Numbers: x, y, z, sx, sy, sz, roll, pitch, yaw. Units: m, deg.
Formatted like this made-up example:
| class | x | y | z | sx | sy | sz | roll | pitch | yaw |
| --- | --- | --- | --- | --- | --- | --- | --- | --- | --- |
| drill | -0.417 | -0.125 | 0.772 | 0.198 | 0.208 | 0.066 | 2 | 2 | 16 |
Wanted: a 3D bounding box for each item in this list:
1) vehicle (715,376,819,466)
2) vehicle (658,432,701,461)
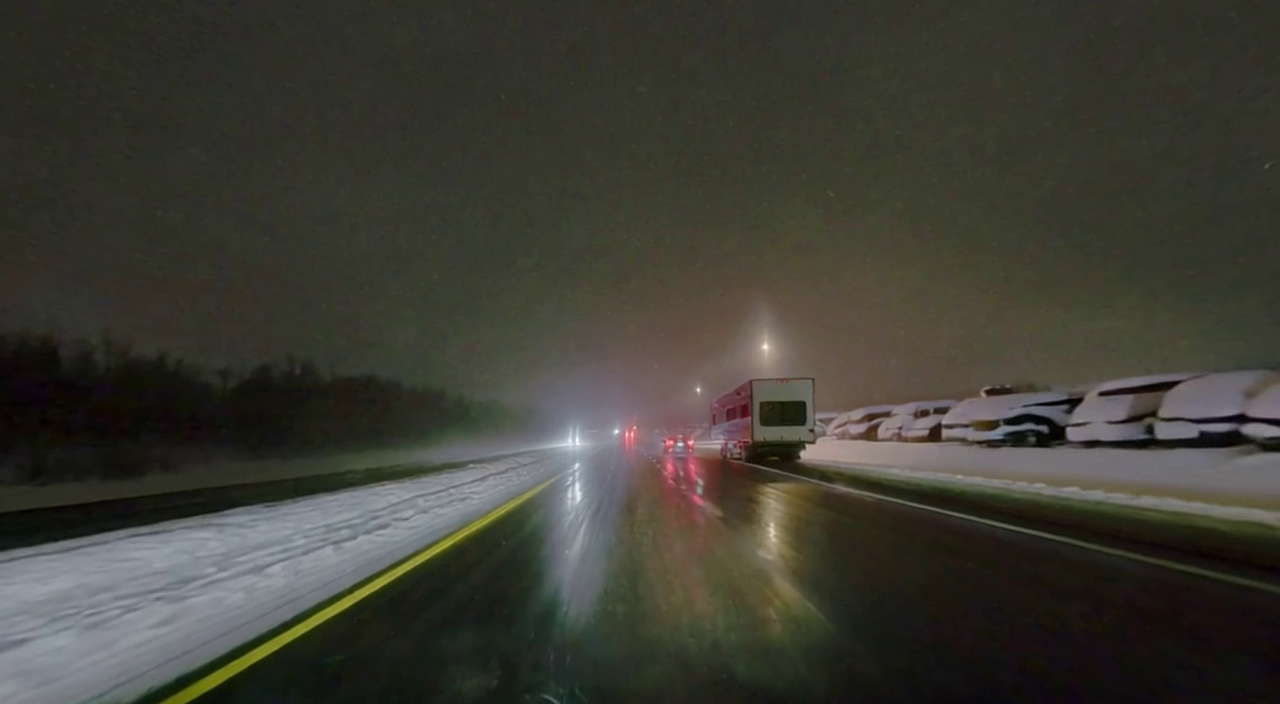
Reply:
| class | x | y | z | sx | sy | sz | roll | pitch | yaw |
| --- | --- | --- | --- | --- | --- | --- | --- | --- | --- |
| vehicle | 6.692 | 4.083 | 35.969 | 2.937 | 4.119 | 14.096 | 0 | -8 | 0 |
| vehicle | 2.150 | 5.344 | 35.708 | 2.037 | 1.504 | 4.248 | 0 | -8 | -2 |
